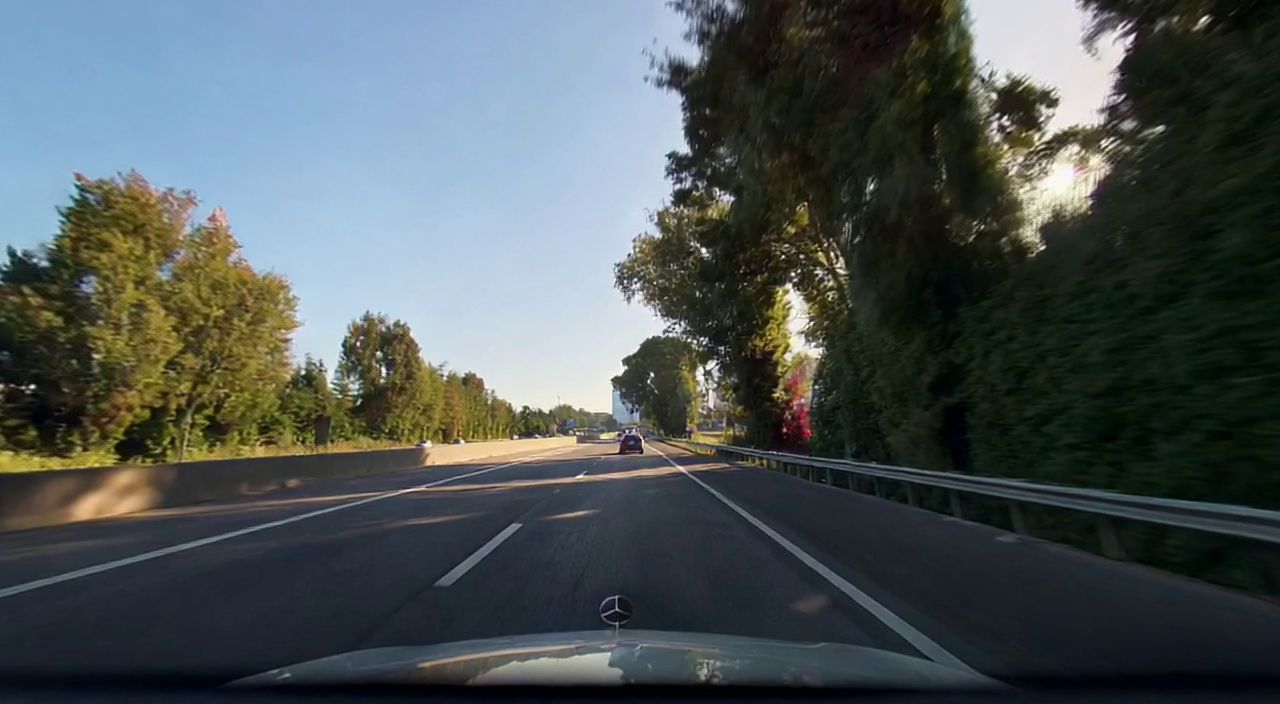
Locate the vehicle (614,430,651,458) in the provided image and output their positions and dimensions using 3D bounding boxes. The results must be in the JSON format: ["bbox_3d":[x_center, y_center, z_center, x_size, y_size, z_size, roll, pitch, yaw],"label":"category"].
[{"bbox_3d":[-0.501,5.698,39.156,2.151,1.618,3.898,0,-8,-1],"label":"vehicle"}]
